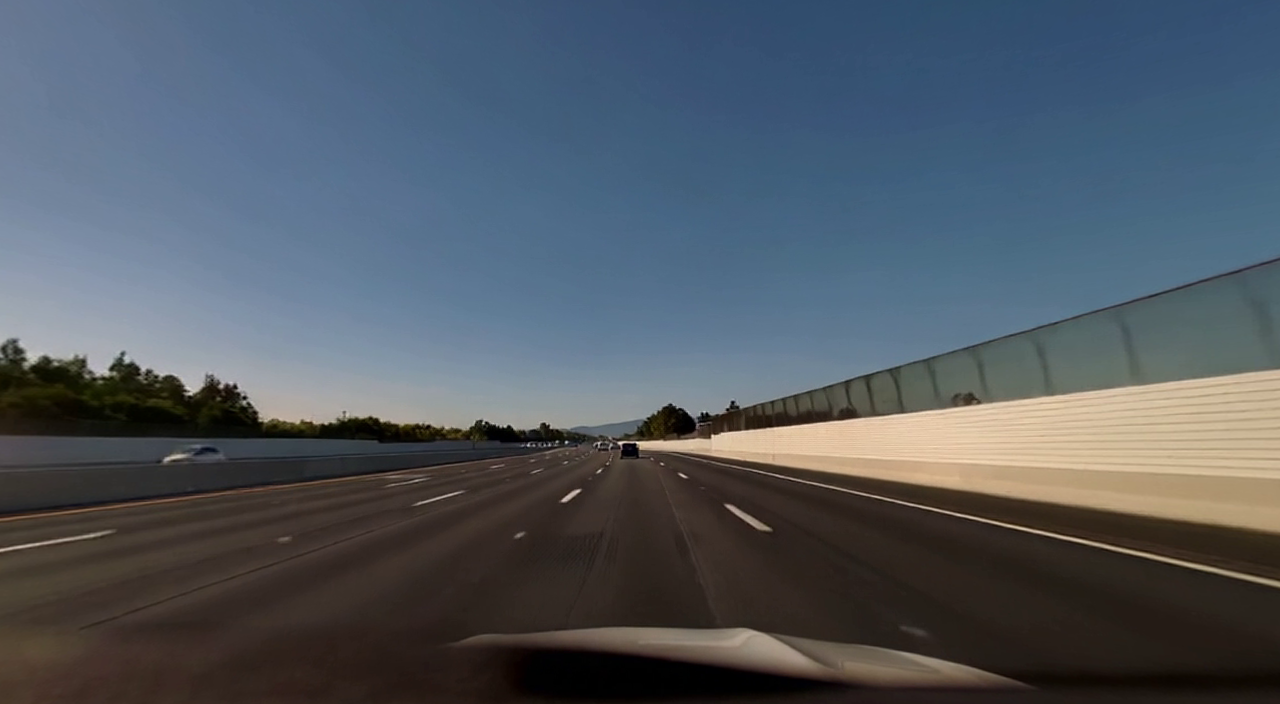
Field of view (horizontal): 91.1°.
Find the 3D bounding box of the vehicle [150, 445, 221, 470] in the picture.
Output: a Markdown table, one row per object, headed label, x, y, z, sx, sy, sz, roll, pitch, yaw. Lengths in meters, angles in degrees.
| label | x | y | z | sx | sy | sz | roll | pitch | yaw |
| --- | --- | --- | --- | --- | --- | --- | --- | --- | --- |
| vehicle | -33.046 | 7.644 | 45.802 | 1.898 | 1.680 | 4.533 | 0 | -8 | -2 |
